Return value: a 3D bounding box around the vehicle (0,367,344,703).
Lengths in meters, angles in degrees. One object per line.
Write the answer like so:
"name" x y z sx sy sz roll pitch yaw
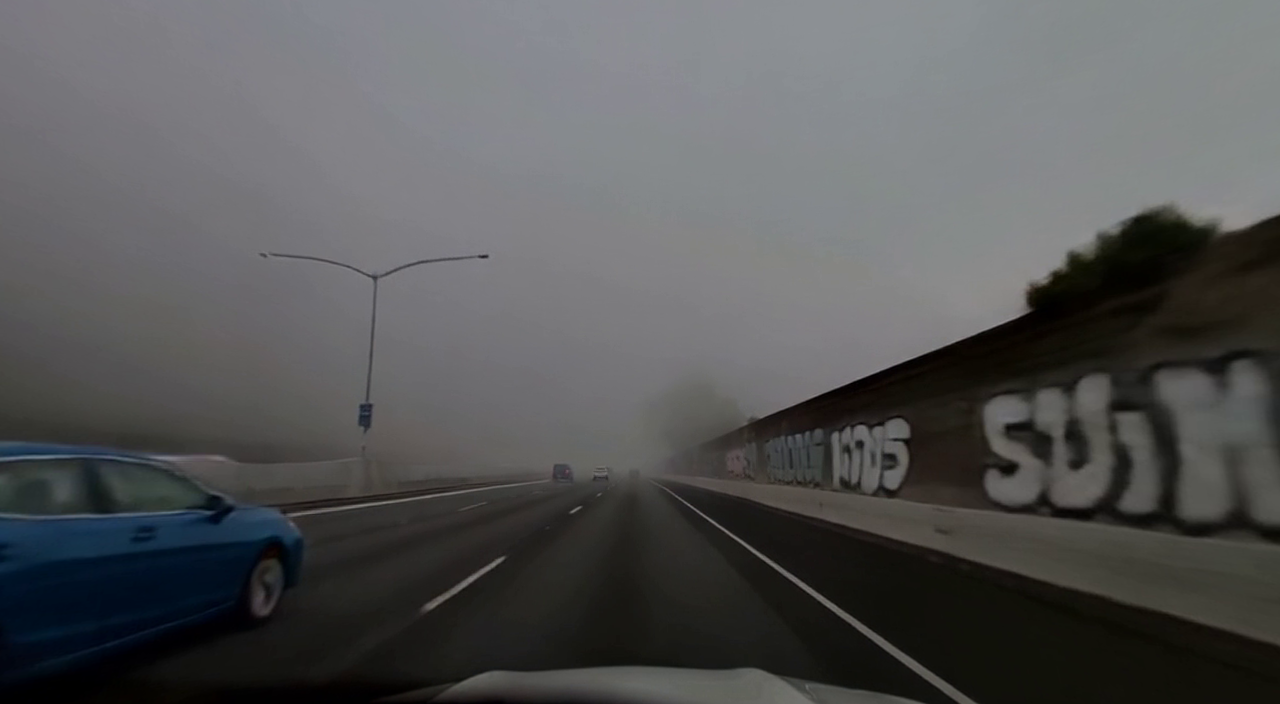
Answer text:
"vehicle" -3.916 1.075 3.644 2.173 1.696 4.462 1 -10 0
